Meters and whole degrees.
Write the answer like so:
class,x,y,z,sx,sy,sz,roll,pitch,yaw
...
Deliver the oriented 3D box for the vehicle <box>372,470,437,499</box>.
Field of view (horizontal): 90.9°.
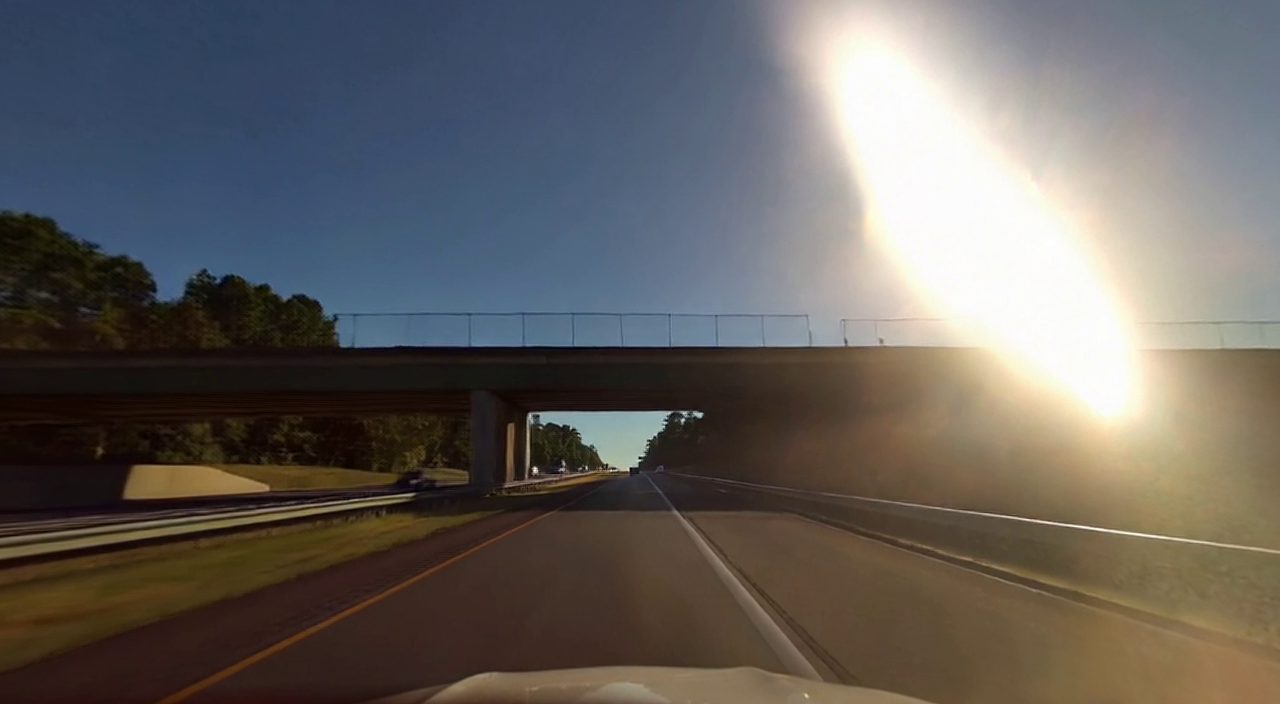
class,x,y,z,sx,sy,sz,roll,pitch,yaw
vehicle,-12.557,7.089,33.816,1.868,1.406,3.960,1,-10,1
